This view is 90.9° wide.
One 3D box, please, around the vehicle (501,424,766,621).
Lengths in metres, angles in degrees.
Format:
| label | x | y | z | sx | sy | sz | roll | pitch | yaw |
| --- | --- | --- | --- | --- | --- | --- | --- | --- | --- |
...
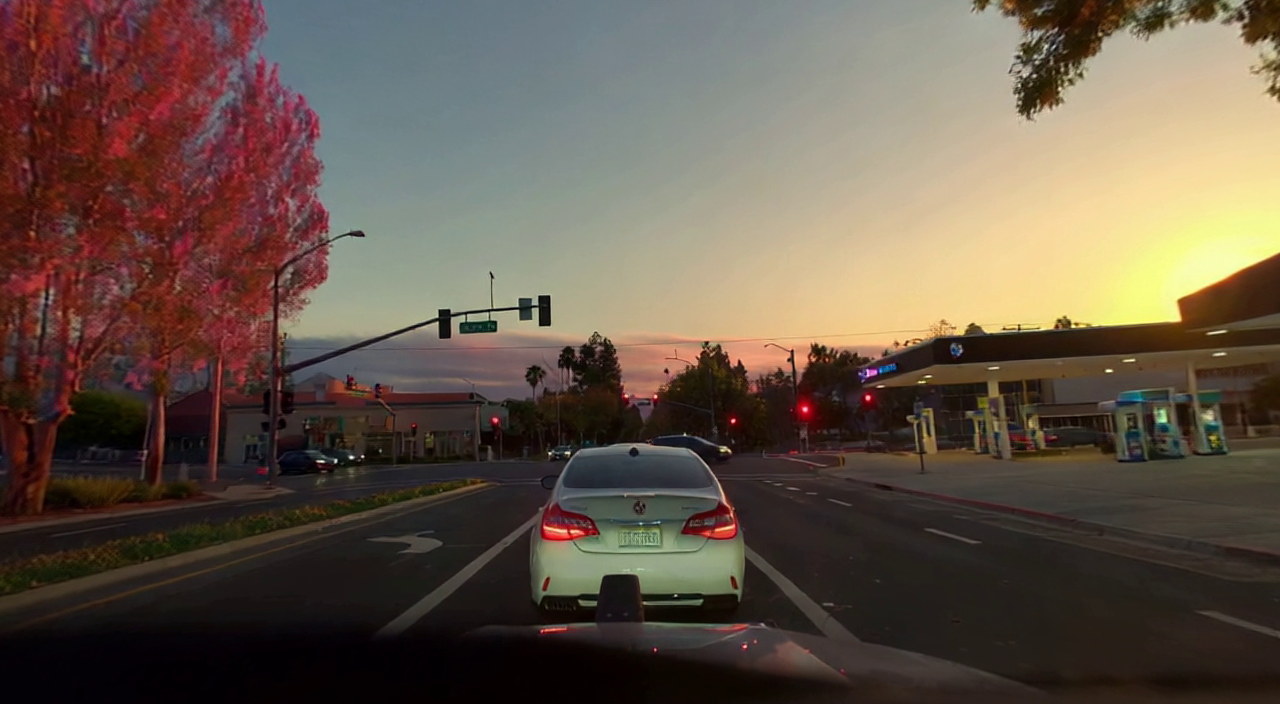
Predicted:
| label | x | y | z | sx | sy | sz | roll | pitch | yaw |
| --- | --- | --- | --- | --- | --- | --- | --- | --- | --- |
| vehicle | -0.047 | 1.604 | 6.905 | 2.010 | 1.482 | 4.057 | 0 | -8 | 0 |

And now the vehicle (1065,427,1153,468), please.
| label | x | y | z | sx | sy | sz | roll | pitch | yaw |
| --- | --- | --- | --- | --- | --- | --- | --- | --- | --- |
| vehicle | 18.592 | 3.762 | 24.919 | 4.091 | 1.495 | 2.053 | 8 | -12 | -44 |
